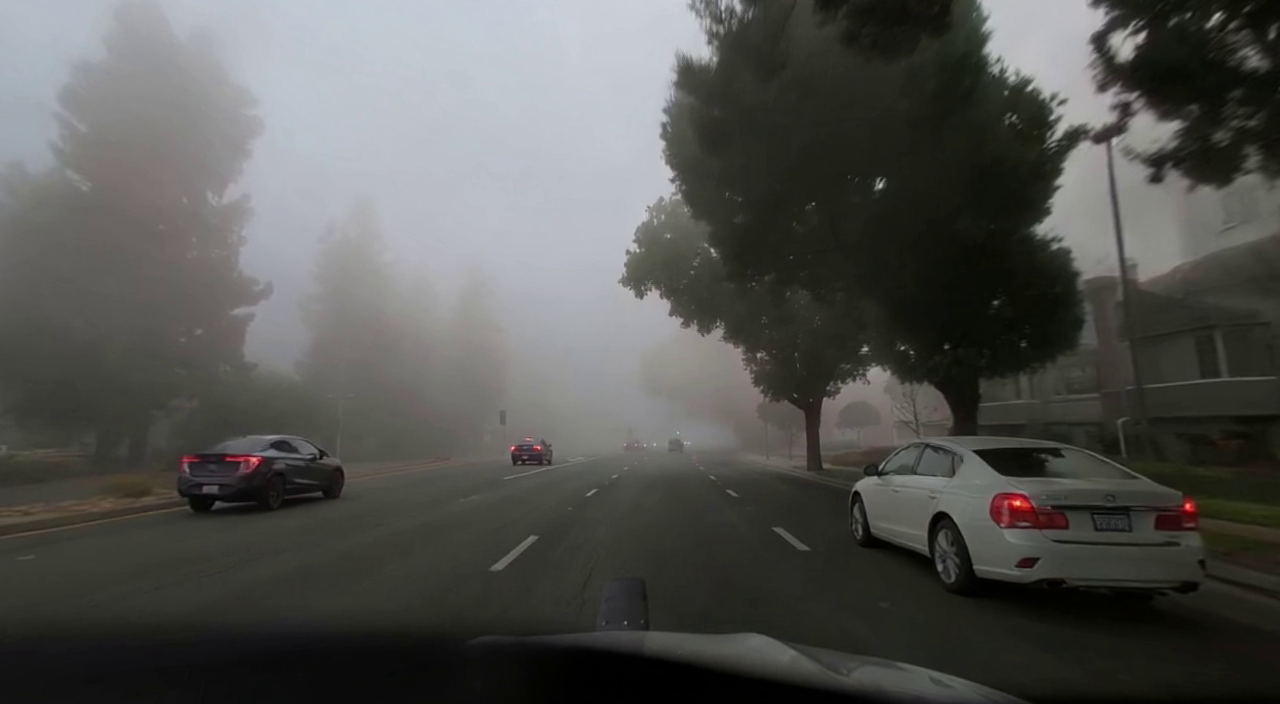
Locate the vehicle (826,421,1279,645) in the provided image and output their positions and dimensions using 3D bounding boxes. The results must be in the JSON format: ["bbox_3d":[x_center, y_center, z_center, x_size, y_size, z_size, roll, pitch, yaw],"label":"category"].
[{"bbox_3d":[3.659,1.574,6.680,2.003,1.494,4.705,0,-8,1],"label":"vehicle"}]

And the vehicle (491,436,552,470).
[{"bbox_3d":[-5.887,5.065,31.775,1.988,1.597,4.404,0,-8,3],"label":"vehicle"}]

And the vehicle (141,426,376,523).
[{"bbox_3d":[-7.138,2.313,12.498,1.951,1.554,4.444,0,-8,-2],"label":"vehicle"}]
